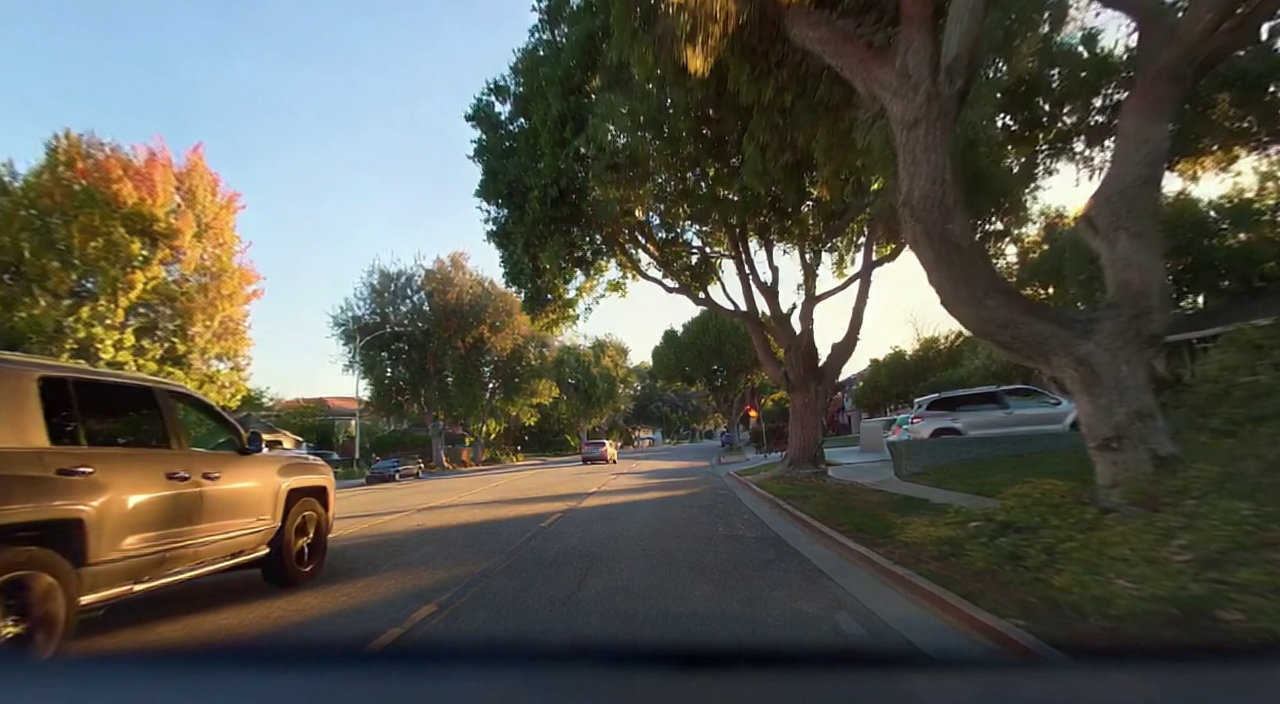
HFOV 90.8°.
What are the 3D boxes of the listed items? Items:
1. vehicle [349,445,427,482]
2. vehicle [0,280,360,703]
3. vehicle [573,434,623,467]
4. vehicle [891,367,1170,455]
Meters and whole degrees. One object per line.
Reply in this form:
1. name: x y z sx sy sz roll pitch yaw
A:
1. vehicle: -14.057 6.199 35.597 2.029 1.887 4.668 0 -8 6
2. vehicle: -3.933 0.869 3.783 2.085 2.084 5.133 0 -9 0
3. vehicle: -2.214 5.358 34.466 2.001 1.664 4.174 -1 -9 6
4. vehicle: 9.386 1.599 15.847 5.492 1.923 2.103 -4 -9 25
